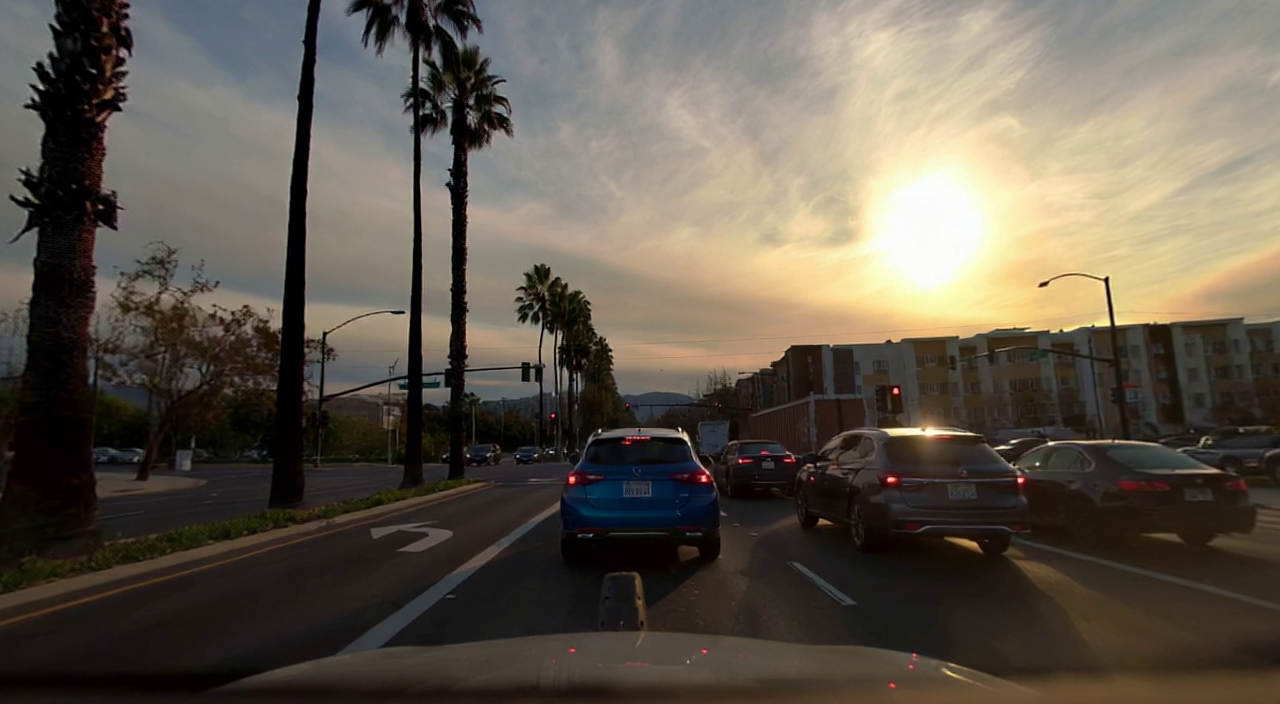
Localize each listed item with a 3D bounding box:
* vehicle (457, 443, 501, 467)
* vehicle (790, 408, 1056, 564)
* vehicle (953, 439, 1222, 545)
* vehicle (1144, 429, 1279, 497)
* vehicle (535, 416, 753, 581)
[{"bbox_3d":[-12.376,7.945,48.778,2.180,1.776,4.521,0,-9,0],"label":"vehicle"},{"bbox_3d":[3.674,1.819,9.225,1.947,1.725,4.159,0,-9,1],"label":"vehicle"},{"bbox_3d":[7.363,2.293,11.023,1.832,1.477,3.981,0,-9,1],"label":"vehicle"},{"bbox_3d":[18.052,3.209,18.460,4.786,1.848,2.107,0,-9,-1],"label":"vehicle"},{"bbox_3d":[0.031,1.712,8.139,2.083,1.572,4.021,0,-9,0],"label":"vehicle"}]
